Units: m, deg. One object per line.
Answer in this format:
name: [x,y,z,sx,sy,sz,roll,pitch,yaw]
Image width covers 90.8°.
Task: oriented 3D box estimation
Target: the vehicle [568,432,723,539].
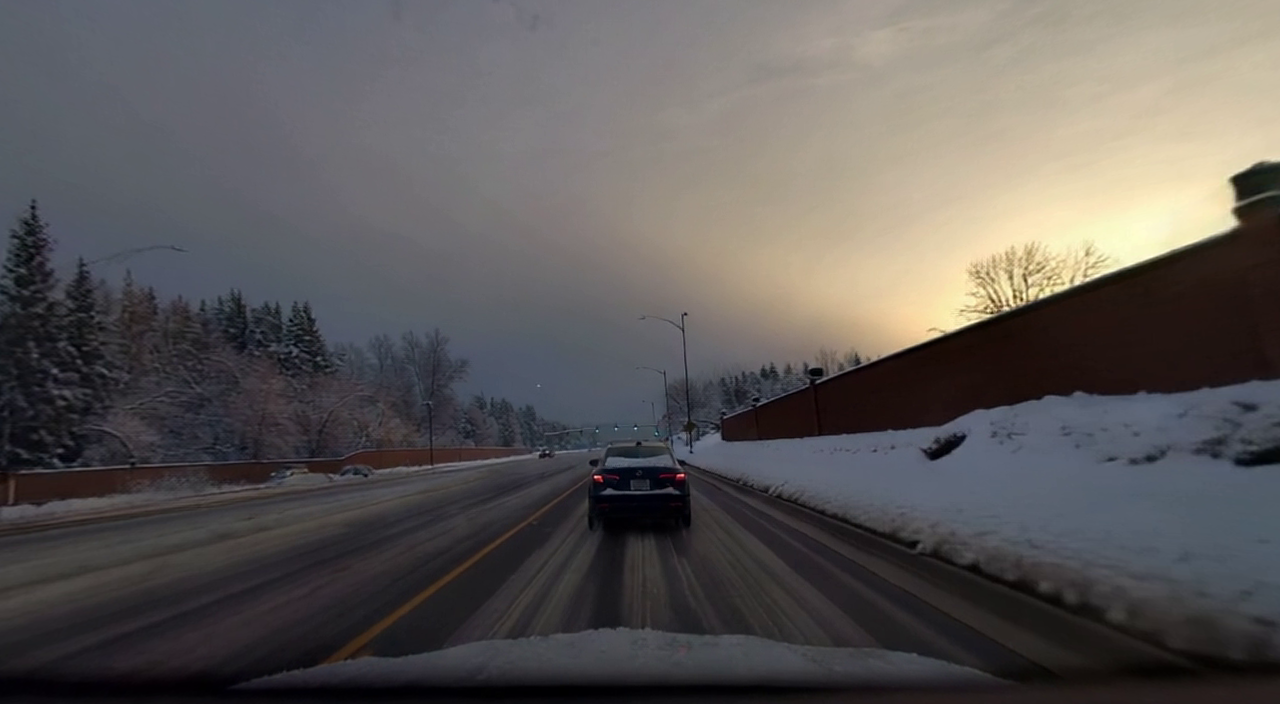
vehicle: [0.075,2.231,11.207,2.205,1.509,4.272,0,-8,0]
